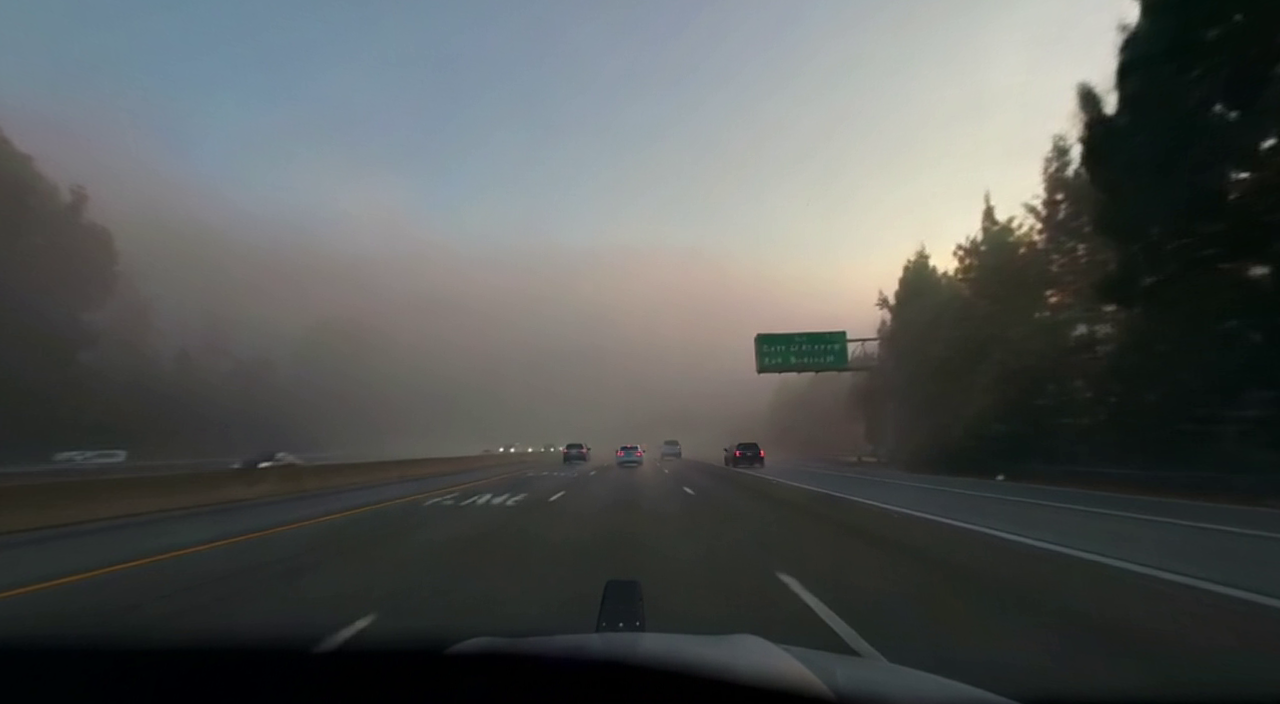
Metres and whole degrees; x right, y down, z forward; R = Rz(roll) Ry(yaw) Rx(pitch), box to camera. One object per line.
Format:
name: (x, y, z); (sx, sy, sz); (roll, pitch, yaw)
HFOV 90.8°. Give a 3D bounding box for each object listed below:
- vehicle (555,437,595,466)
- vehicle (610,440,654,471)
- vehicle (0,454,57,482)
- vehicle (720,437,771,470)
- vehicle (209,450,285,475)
vehicle: (-4.258, 6.572, 41.899); (2.113, 1.756, 4.471); (0, -8, 1)
vehicle: (-0.399, 5.274, 32.390); (2.075, 1.486, 4.007); (0, -8, 0)
vehicle: (-43.427, 8.046, 43.980); (2.025, 1.761, 4.758); (2, -9, -15)
vehicle: (5.514, 5.350, 33.461); (1.936, 1.625, 3.991); (0, -8, -1)
vehicle: (-24.972, 6.994, 40.355); (1.844, 1.474, 4.668); (0, -8, 0)
